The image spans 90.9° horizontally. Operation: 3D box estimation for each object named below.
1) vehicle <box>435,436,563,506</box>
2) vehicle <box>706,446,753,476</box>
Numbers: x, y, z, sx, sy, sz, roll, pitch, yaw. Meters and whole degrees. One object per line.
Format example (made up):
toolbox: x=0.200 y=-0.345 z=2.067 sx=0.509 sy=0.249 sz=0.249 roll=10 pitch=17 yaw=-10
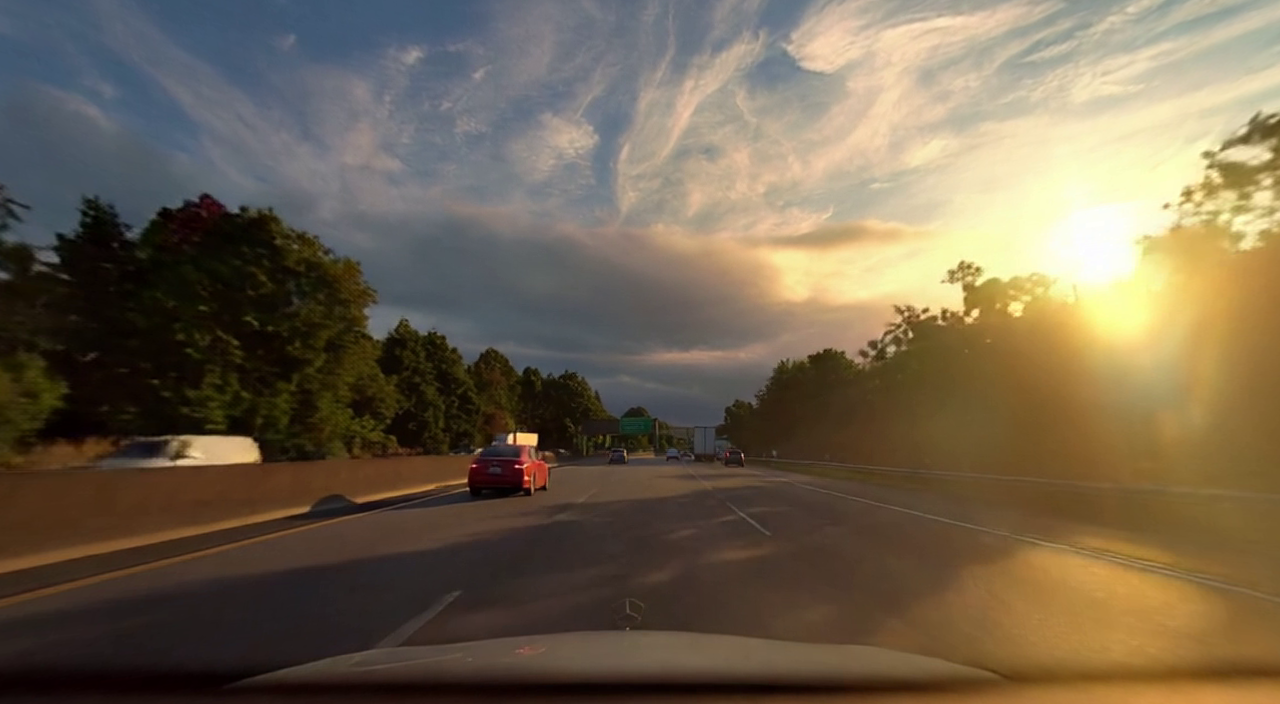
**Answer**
vehicle: x=-3.422 y=3.011 z=16.386 sx=2.085 sy=1.530 sz=4.809 roll=0 pitch=-9 yaw=2
vehicle: x=5.060 y=6.220 z=36.136 sx=2.176 sy=1.598 sz=3.878 roll=0 pitch=-9 yaw=1
